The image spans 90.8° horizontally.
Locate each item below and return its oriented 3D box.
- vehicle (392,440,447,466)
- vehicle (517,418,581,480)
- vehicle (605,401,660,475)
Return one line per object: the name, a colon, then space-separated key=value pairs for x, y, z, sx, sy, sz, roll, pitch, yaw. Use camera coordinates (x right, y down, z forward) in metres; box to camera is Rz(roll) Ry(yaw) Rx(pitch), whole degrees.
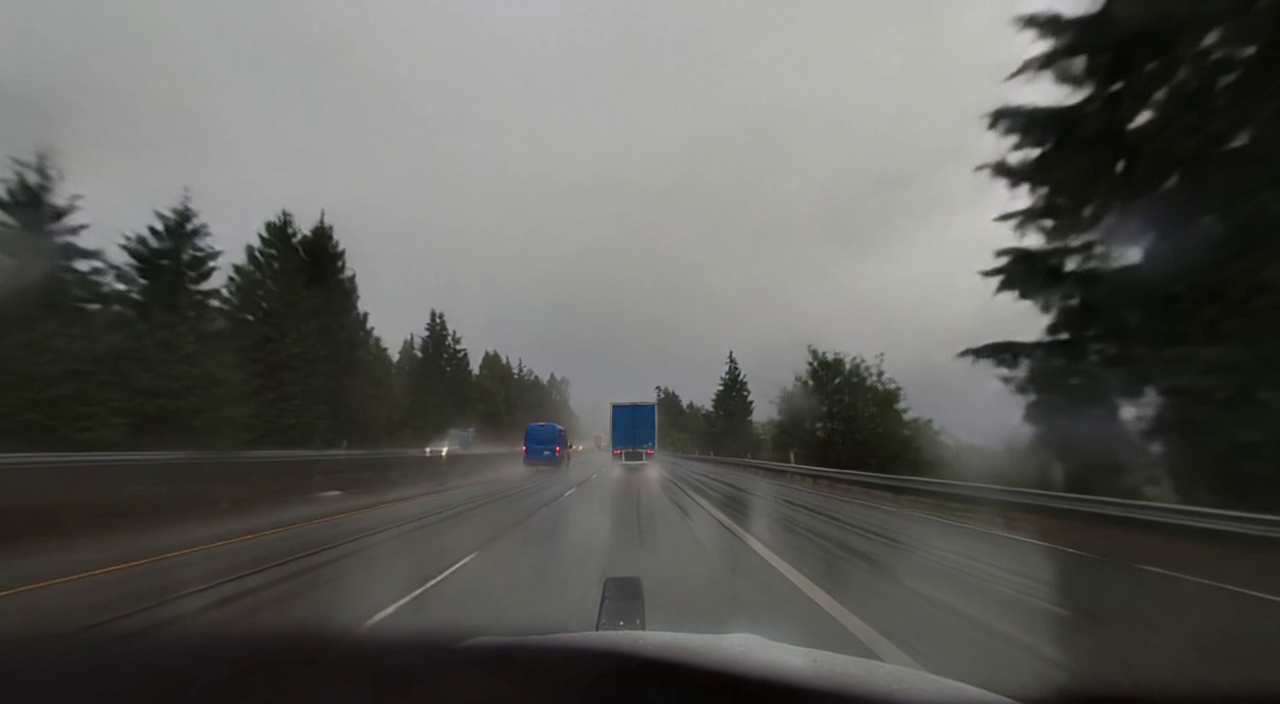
vehicle: x=-13.656 y=6.290 z=39.320 sx=1.897 sy=1.471 sz=4.275 roll=0 pitch=-9 yaw=0
vehicle: x=-4.431 y=4.902 z=31.774 sx=2.357 sy=2.786 sz=6.144 roll=0 pitch=-9 yaw=-1
vehicle: x=-0.451 y=5.514 z=39.724 sx=2.995 sy=4.036 sz=10.311 roll=0 pitch=-9 yaw=-1
